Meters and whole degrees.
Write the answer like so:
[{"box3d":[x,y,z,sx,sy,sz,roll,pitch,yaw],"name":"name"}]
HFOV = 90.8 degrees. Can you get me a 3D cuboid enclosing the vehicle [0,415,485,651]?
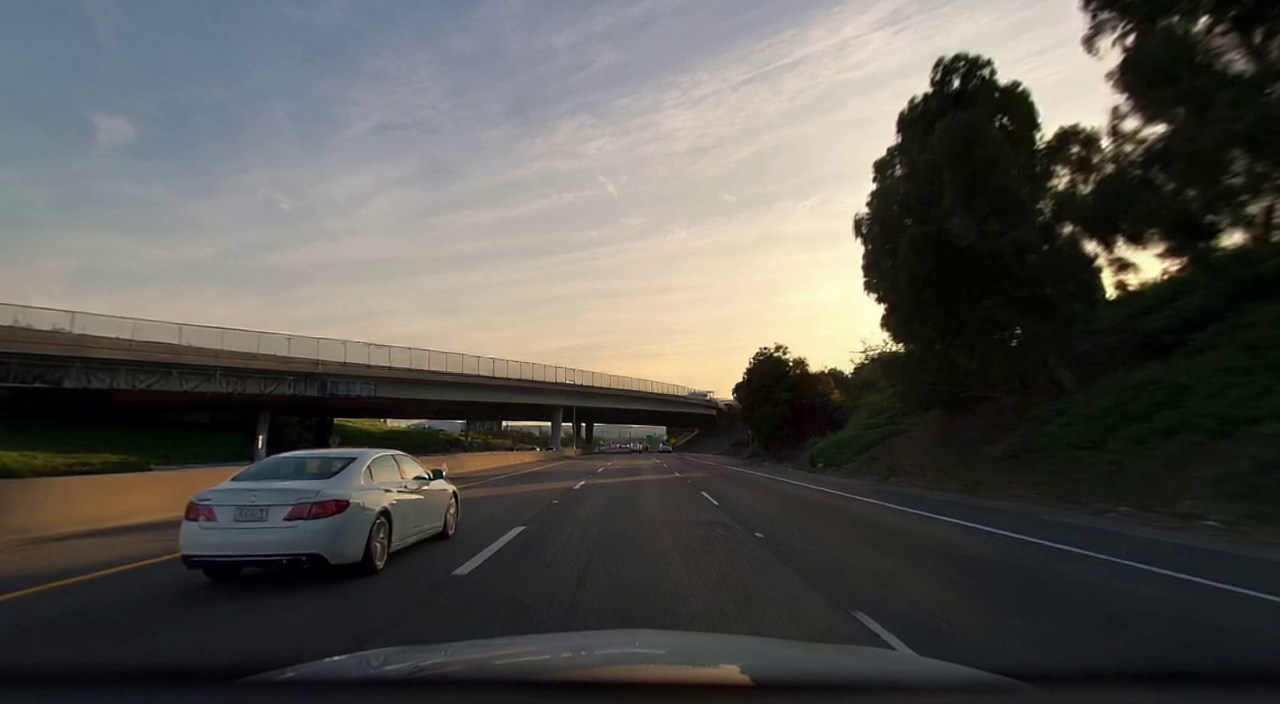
[{"box3d":[-3.235,1.548,6.562,2.029,1.557,4.570,0,-8,1],"name":"vehicle"}]
